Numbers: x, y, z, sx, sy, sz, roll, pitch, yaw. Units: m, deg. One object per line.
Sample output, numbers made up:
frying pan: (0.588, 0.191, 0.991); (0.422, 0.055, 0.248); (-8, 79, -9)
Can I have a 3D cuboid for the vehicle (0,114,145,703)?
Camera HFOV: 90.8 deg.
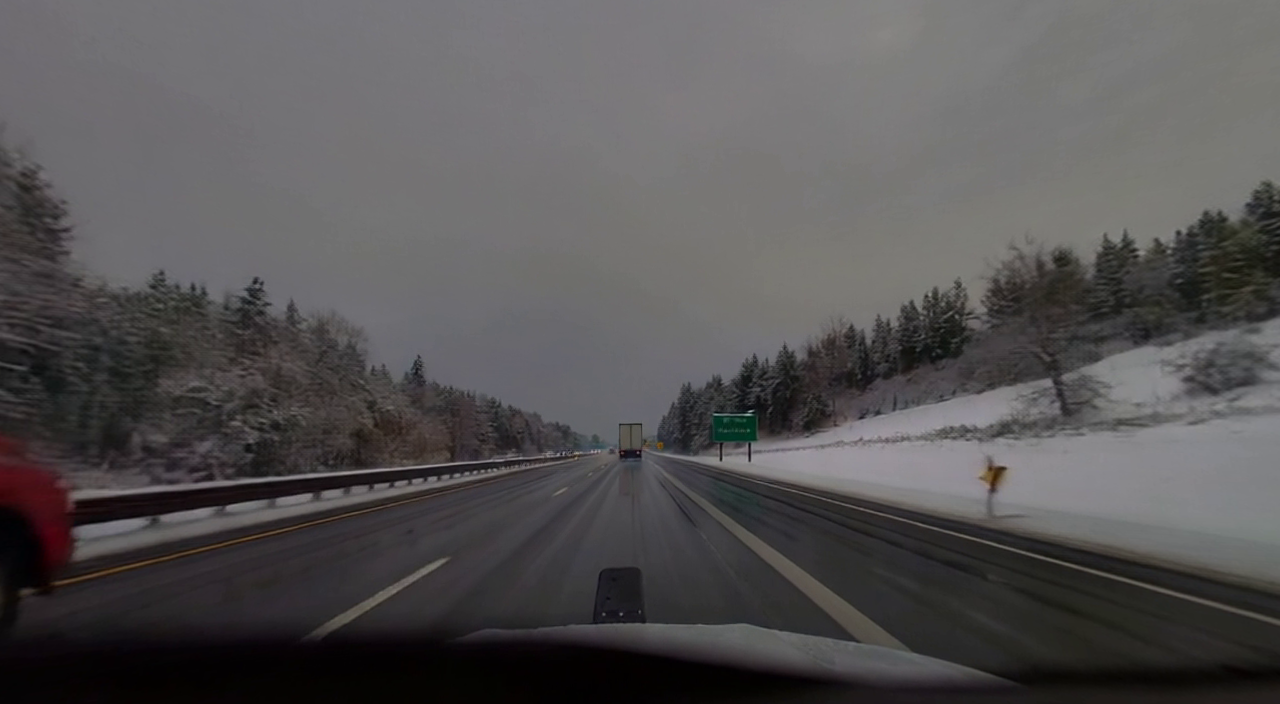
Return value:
vehicle: (-4.204, -0.086, 0.514); (2.368, 2.813, 6.329); (0, -9, 0)
